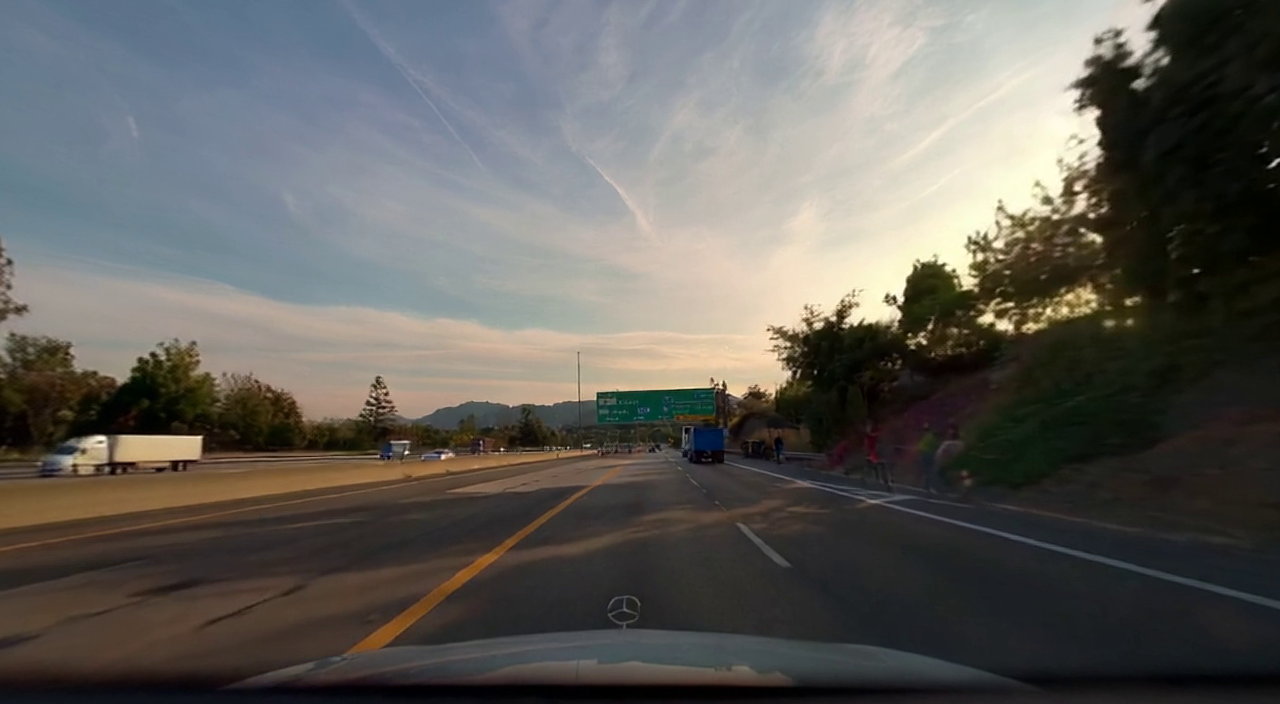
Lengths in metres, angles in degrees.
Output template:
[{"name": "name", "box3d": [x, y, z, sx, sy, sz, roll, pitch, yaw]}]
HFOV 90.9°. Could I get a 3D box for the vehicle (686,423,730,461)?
[{"name": "vehicle", "box3d": [4.690, 6.334, 44.257, 2.430, 2.495, 6.062, 0, -8, 0]}]
